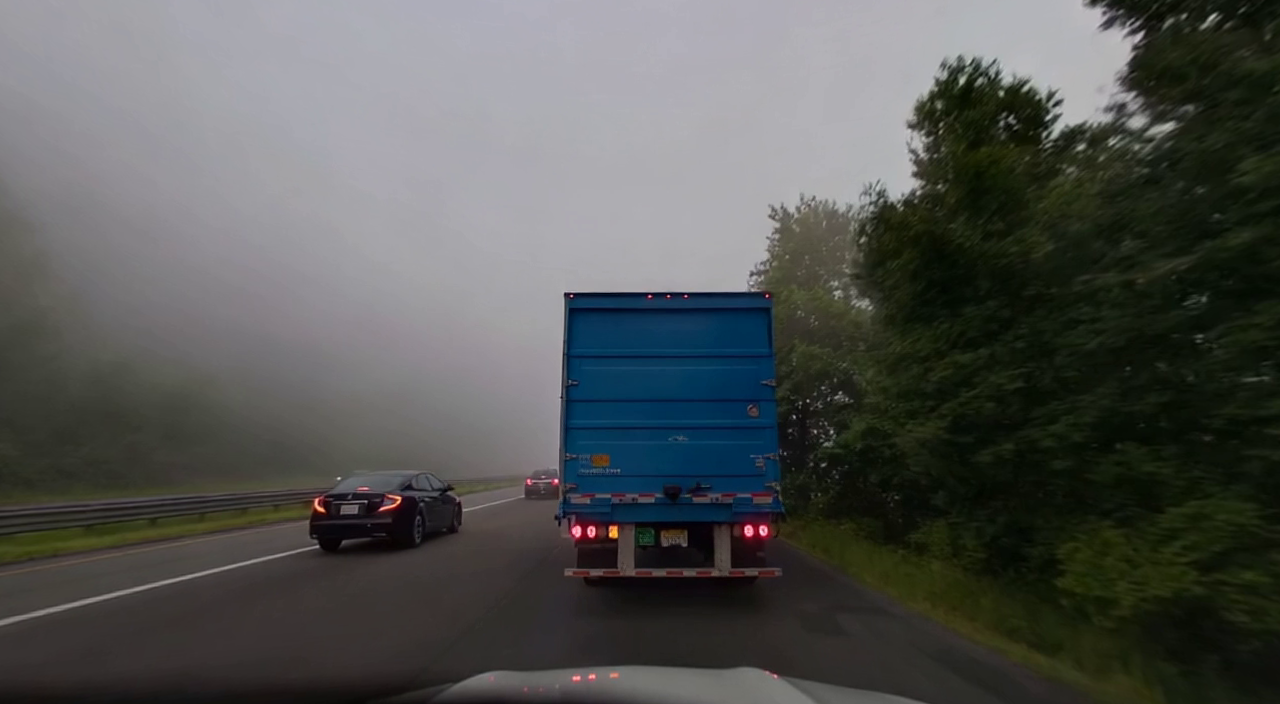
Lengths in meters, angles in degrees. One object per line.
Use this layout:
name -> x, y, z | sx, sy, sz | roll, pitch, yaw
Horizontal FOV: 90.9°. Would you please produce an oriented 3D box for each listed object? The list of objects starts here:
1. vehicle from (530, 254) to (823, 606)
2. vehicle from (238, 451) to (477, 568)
vehicle -> 0.543, 1.492, 10.685 | 2.831, 3.529, 8.689 | 0, -11, 3
vehicle -> -4.258, 2.467, 10.472 | 1.891, 1.469, 4.431 | 1, -11, 0
